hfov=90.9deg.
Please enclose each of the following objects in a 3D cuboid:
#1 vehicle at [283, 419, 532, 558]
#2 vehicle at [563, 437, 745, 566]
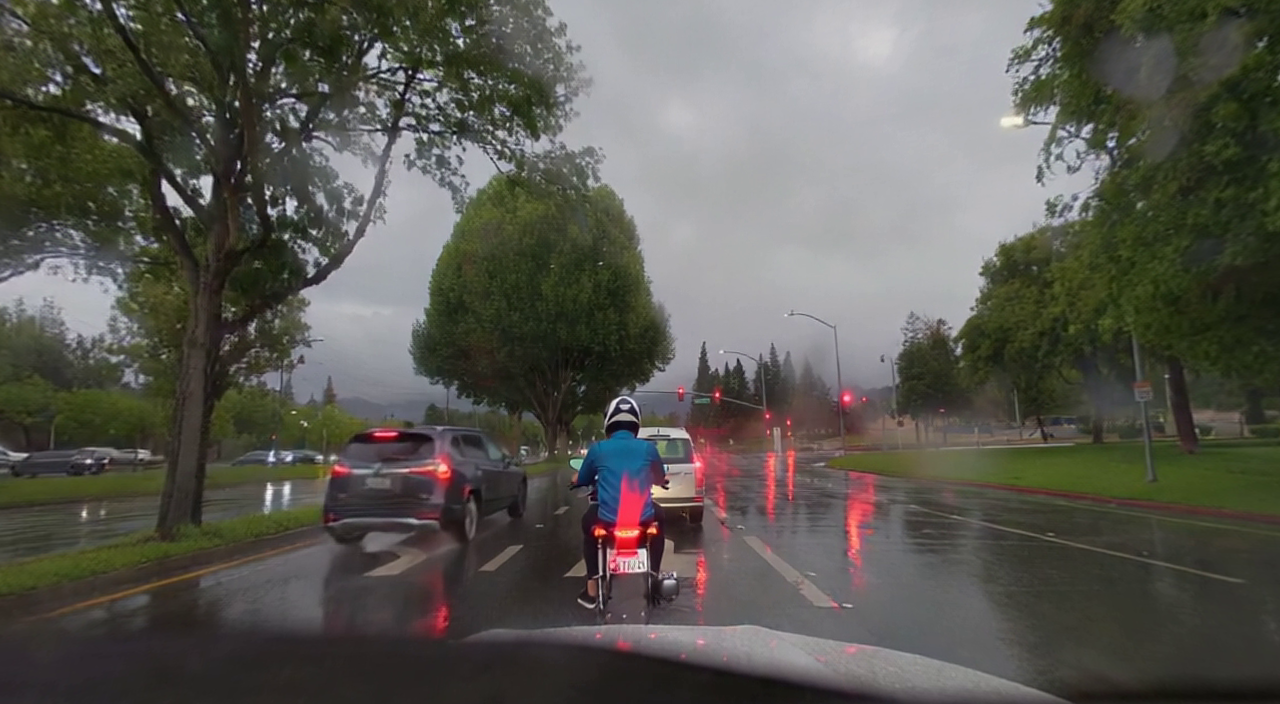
[{"bbox_3d":[-3.244,2.014,10.186,2.056,1.647,5.045,-1,-8,1],"label":"vehicle"},{"bbox_3d":[0.126,2.042,9.524,2.093,1.450,4.437,0,-8,-1],"label":"vehicle"}]
